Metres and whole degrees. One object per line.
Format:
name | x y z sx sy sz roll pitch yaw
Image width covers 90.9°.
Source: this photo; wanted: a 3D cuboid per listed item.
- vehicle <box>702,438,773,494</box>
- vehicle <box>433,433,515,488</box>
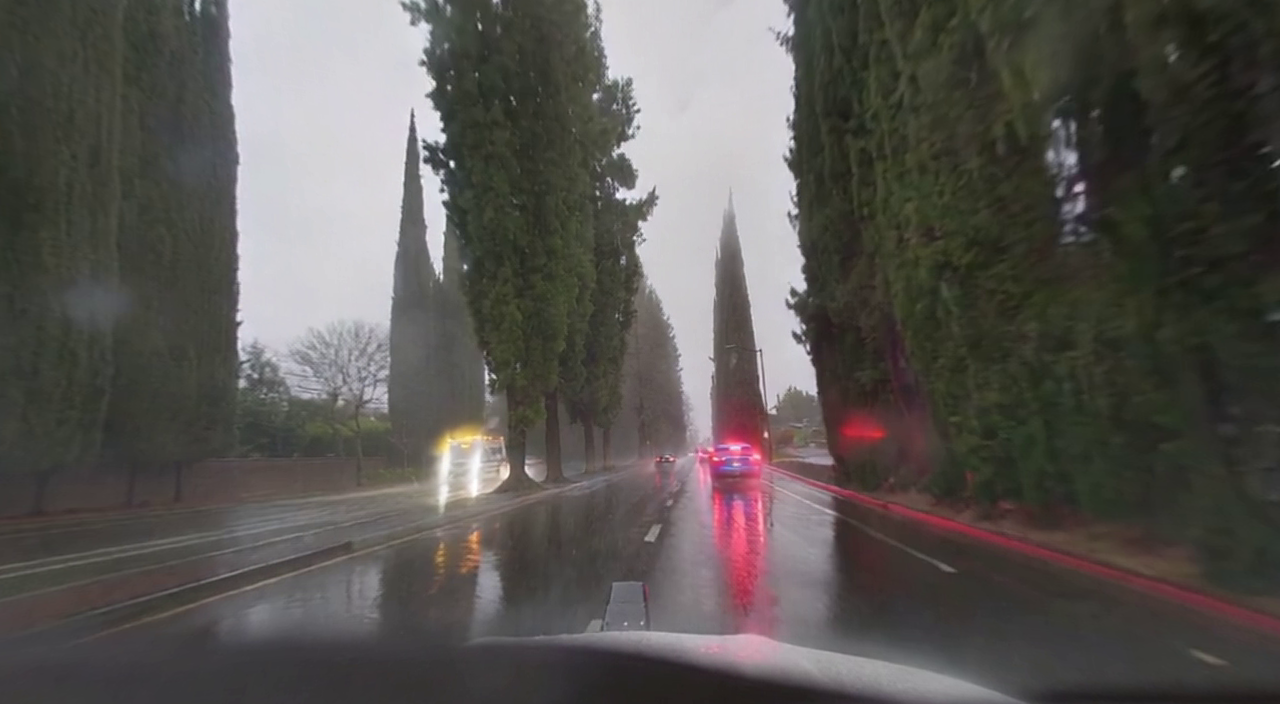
vehicle | 3.143 3.753 21.150 2.052 1.639 4.123 -1 -8 5
vehicle | -9.700 6.356 37.444 2.661 2.737 6.092 -6 -9 5
